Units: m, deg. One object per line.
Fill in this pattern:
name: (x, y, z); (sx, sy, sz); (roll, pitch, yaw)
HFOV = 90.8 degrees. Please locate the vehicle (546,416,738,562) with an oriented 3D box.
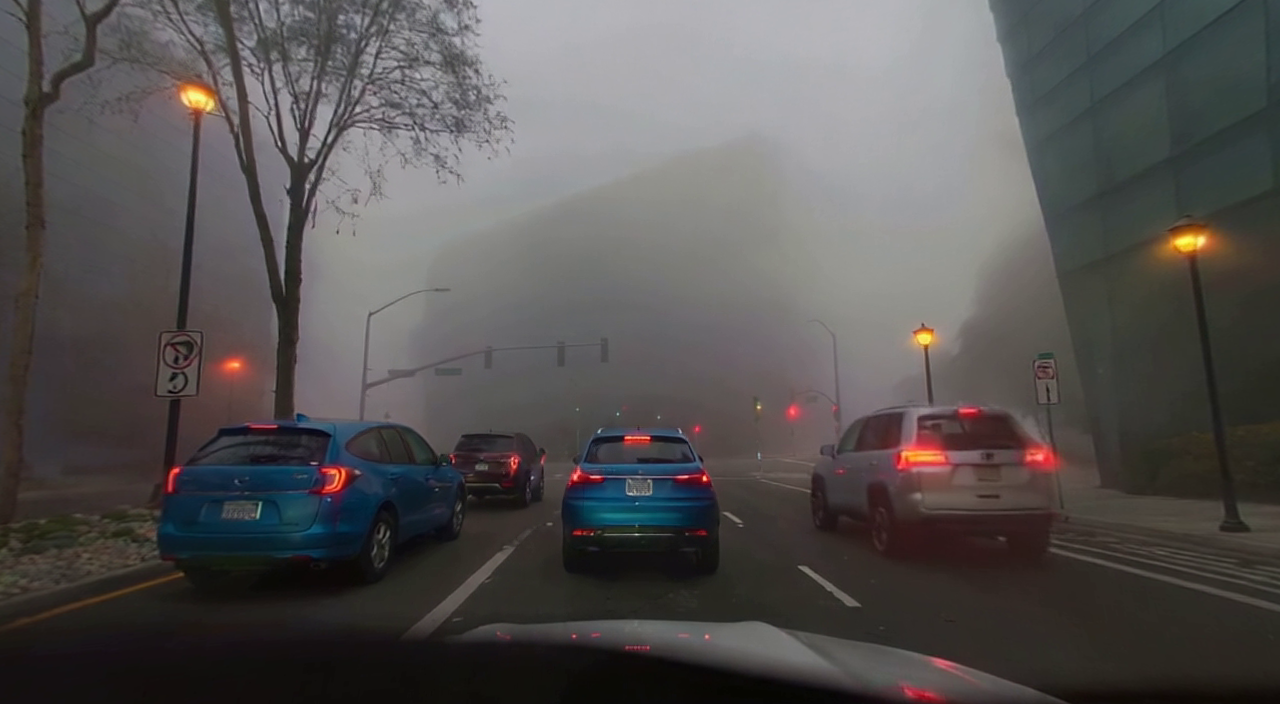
vehicle: (-0.010, 1.885, 9.417); (2.207, 1.659, 4.155); (0, -8, -1)

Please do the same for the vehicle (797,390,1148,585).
vehicle: (3.694, 1.603, 8.279); (2.026, 1.819, 4.579); (0, -8, -1)

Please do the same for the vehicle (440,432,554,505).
vehicle: (-3.618, 3.022, 16.827); (2.068, 1.678, 4.199); (0, -8, 0)

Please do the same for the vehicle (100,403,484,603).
vehicle: (-3.531, 1.613, 7.664); (2.083, 1.691, 4.398); (0, -8, 1)

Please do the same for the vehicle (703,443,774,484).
vehicle: (3.728, 4.306, 24.758); (2.082, 1.445, 4.426); (0, -8, 0)
